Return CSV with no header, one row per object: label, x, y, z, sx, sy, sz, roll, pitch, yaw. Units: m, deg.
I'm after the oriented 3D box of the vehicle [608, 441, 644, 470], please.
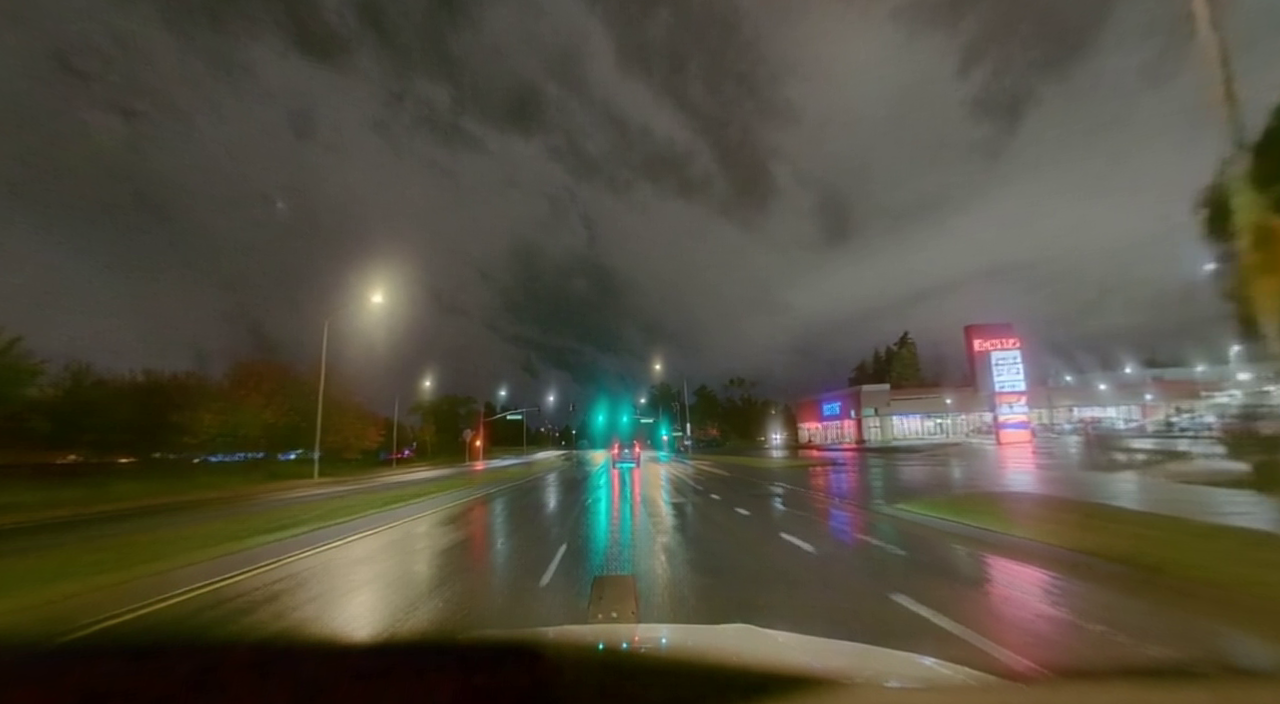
vehicle,-0.846,6.297,38.532,2.024,1.628,4.774,0,-9,-1
